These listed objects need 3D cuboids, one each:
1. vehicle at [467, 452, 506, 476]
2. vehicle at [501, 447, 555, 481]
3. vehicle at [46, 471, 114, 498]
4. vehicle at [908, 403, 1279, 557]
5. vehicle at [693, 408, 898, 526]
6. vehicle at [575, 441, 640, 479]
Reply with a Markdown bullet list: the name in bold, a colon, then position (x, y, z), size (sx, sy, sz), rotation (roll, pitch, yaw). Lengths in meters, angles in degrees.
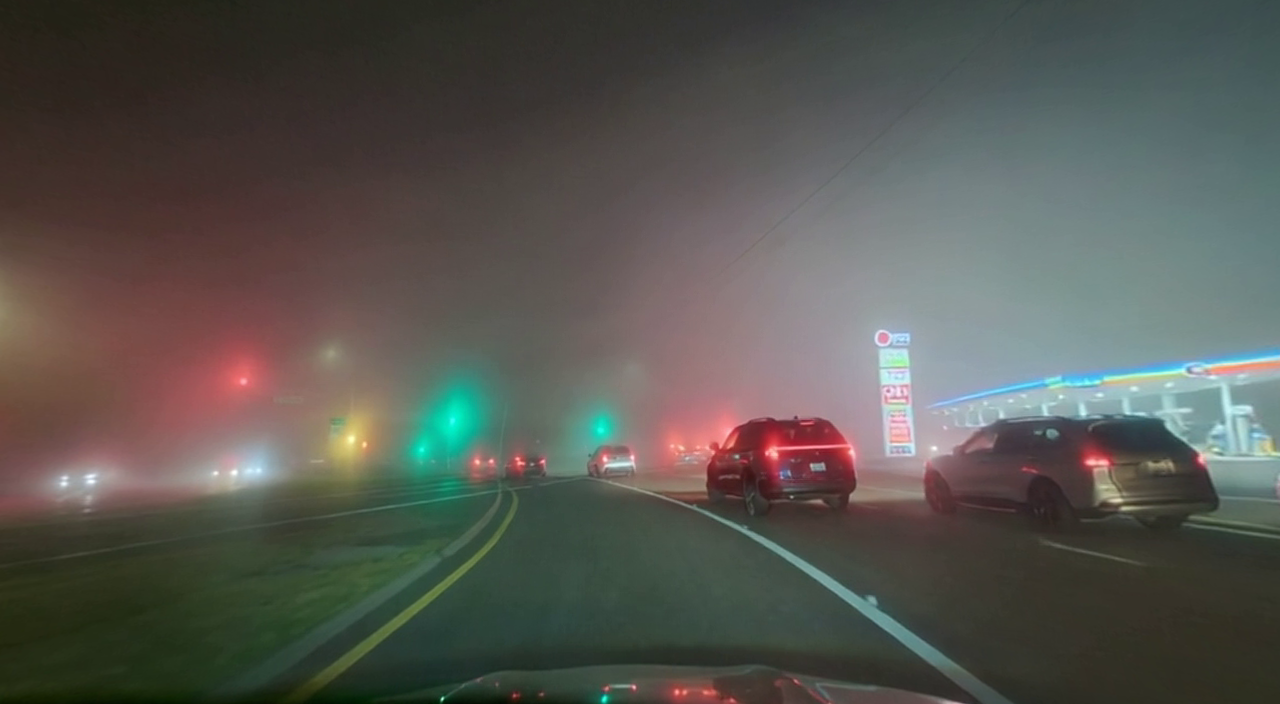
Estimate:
- **vehicle**: position (-11.456, 8.286, 46.887), size (2.193, 1.609, 3.874), rotation (3, -9, -21)
- **vehicle**: position (-5.531, 5.404, 30.781), size (2.107, 1.527, 4.174), rotation (2, -9, -16)
- **vehicle**: position (-37.178, 8.759, 41.980), size (1.788, 1.479, 4.506), rotation (3, -9, -21)
- **vehicle**: position (5.772, 1.669, 8.866), size (1.881, 1.604, 4.289), rotation (1, -8, -4)
- **vehicle**: position (2.599, 2.111, 12.071), size (2.184, 1.777, 4.712), rotation (1, -9, -8)
- **vehicle**: position (-1.579, 4.971, 29.218), size (2.012, 1.612, 4.114), rotation (3, -9, -17)
